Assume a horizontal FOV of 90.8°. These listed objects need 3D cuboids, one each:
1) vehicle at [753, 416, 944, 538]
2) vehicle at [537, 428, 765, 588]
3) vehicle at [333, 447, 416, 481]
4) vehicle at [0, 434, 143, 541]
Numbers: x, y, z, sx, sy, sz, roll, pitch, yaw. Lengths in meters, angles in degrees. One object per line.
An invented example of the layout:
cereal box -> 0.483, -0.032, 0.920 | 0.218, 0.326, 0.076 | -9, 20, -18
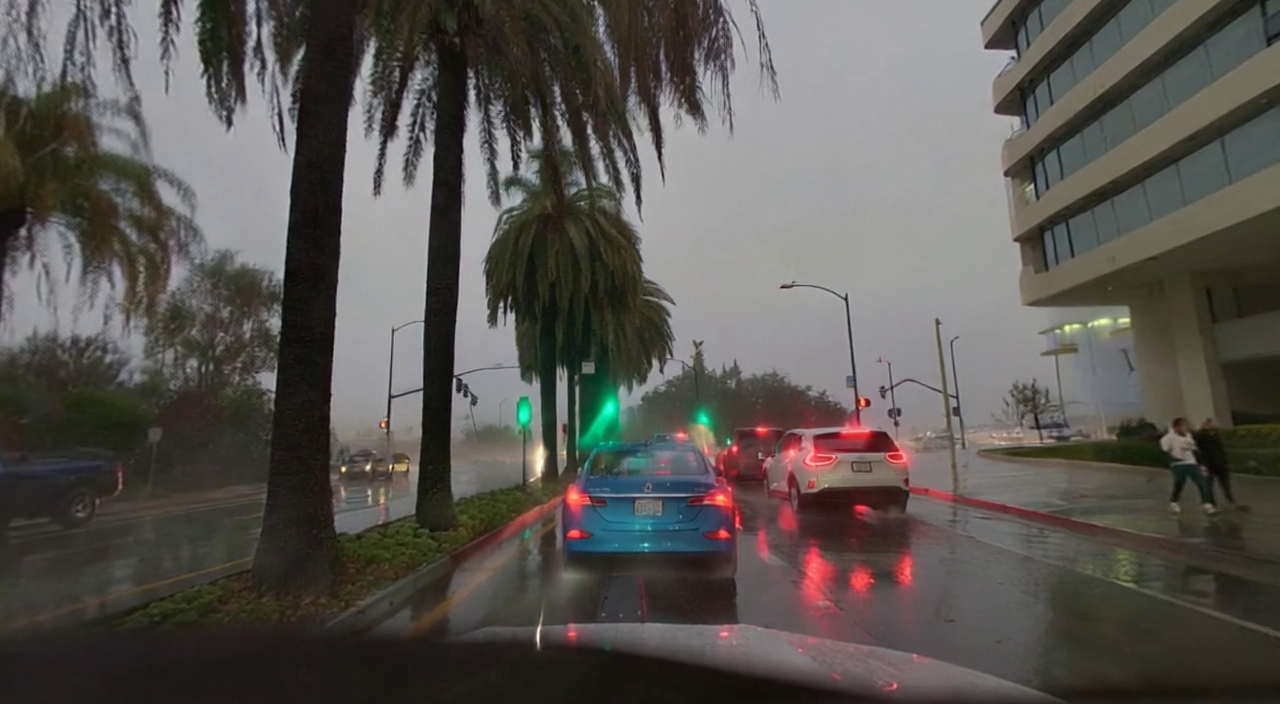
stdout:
vehicle -> 3.399, 2.131, 11.341 | 2.003, 1.733, 4.319 | 0, -8, 1
vehicle -> 0.144, 1.736, 7.865 | 2.088, 1.452, 3.993 | 0, -8, 1
vehicle -> -13.187, 5.565, 31.709 | 1.965, 1.507, 4.725 | -1, -8, 2
vehicle -> -13.055, 2.718, 12.289 | 2.240, 1.964, 5.707 | -6, -8, 0
